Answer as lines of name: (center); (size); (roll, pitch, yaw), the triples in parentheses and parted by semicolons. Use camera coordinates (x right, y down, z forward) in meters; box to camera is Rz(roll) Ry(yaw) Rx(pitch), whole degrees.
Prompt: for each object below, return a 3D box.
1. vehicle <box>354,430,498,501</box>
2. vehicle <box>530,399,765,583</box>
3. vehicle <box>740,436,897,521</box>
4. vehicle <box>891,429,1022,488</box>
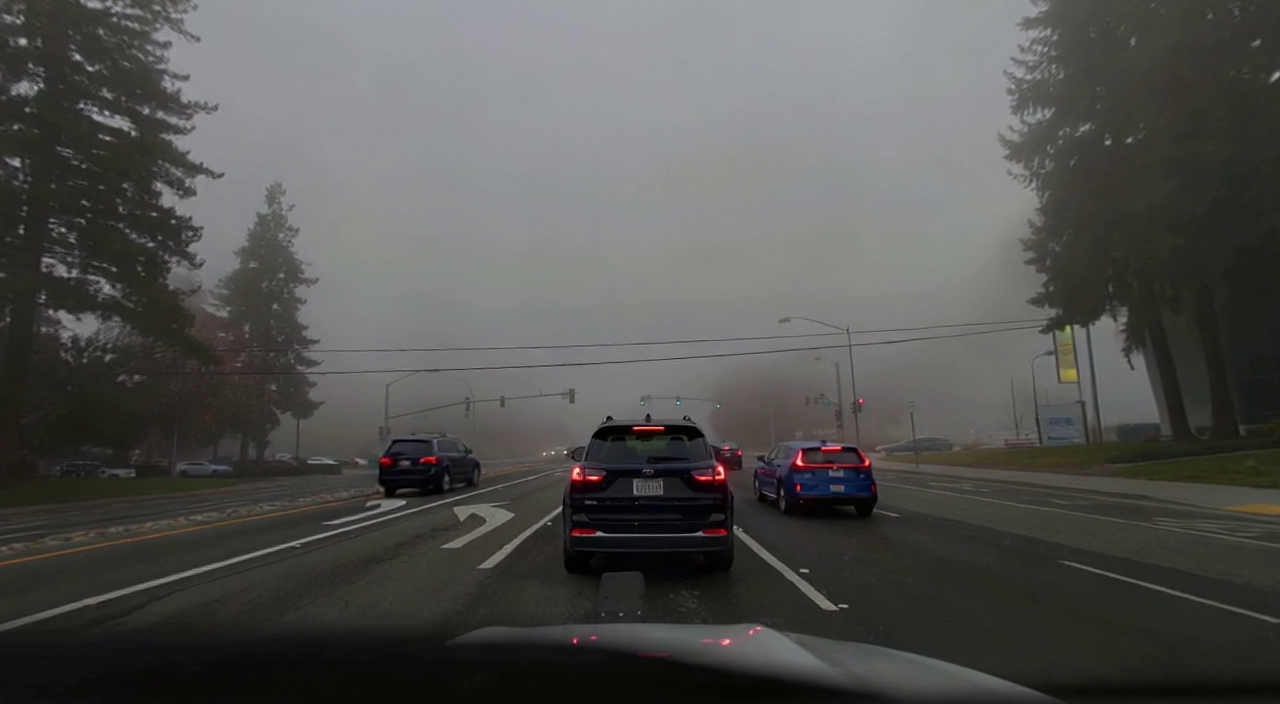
vehicle: (-6.138, 3.331, 19.012); (2.555, 1.819, 5.145); (0, -9, 0)
vehicle: (0.062, 1.655, 8.260); (2.266, 1.762, 4.131); (0, -9, 0)
vehicle: (3.507, 2.558, 13.359); (1.997, 1.471, 4.321); (0, -9, -1)
vehicle: (10.860, 3.697, 22.135); (2.123, 1.812, 4.553); (0, -9, -1)
